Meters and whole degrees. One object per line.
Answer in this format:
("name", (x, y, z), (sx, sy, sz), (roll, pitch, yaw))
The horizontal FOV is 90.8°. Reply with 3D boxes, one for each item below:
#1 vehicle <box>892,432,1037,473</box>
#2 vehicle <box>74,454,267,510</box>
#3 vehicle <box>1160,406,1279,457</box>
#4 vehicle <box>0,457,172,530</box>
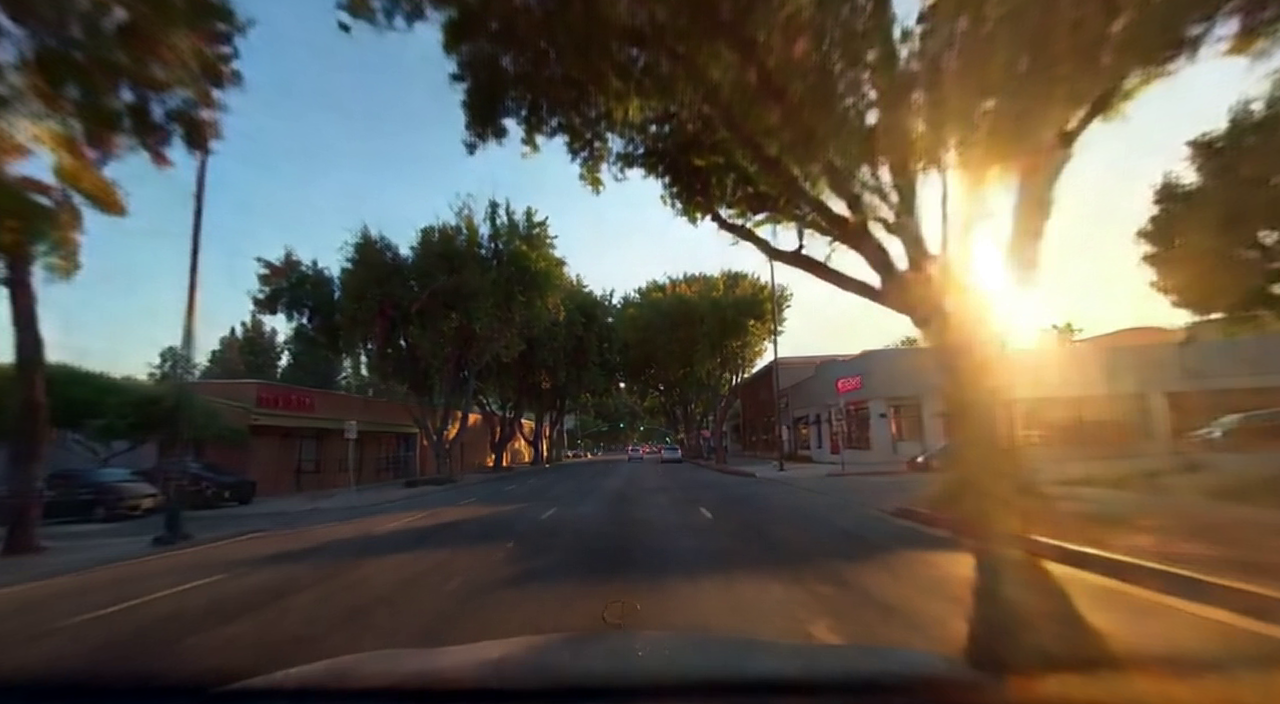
("vehicle", (12.116, 3.790, 23.871), (4.404, 1.445, 1.844), (-1, -9, 7))
("vehicle", (-15.952, 4.413, 21.708), (4.870, 1.762, 2.152), (0, -9, 0))
("vehicle", (25.110, 3.245, 25.947), (5.444, 1.901, 2.250), (-2, -9, -2))
("vehicle", (-15.309, 3.628, 16.445), (4.579, 1.701, 2.033), (0, -9, 1))
